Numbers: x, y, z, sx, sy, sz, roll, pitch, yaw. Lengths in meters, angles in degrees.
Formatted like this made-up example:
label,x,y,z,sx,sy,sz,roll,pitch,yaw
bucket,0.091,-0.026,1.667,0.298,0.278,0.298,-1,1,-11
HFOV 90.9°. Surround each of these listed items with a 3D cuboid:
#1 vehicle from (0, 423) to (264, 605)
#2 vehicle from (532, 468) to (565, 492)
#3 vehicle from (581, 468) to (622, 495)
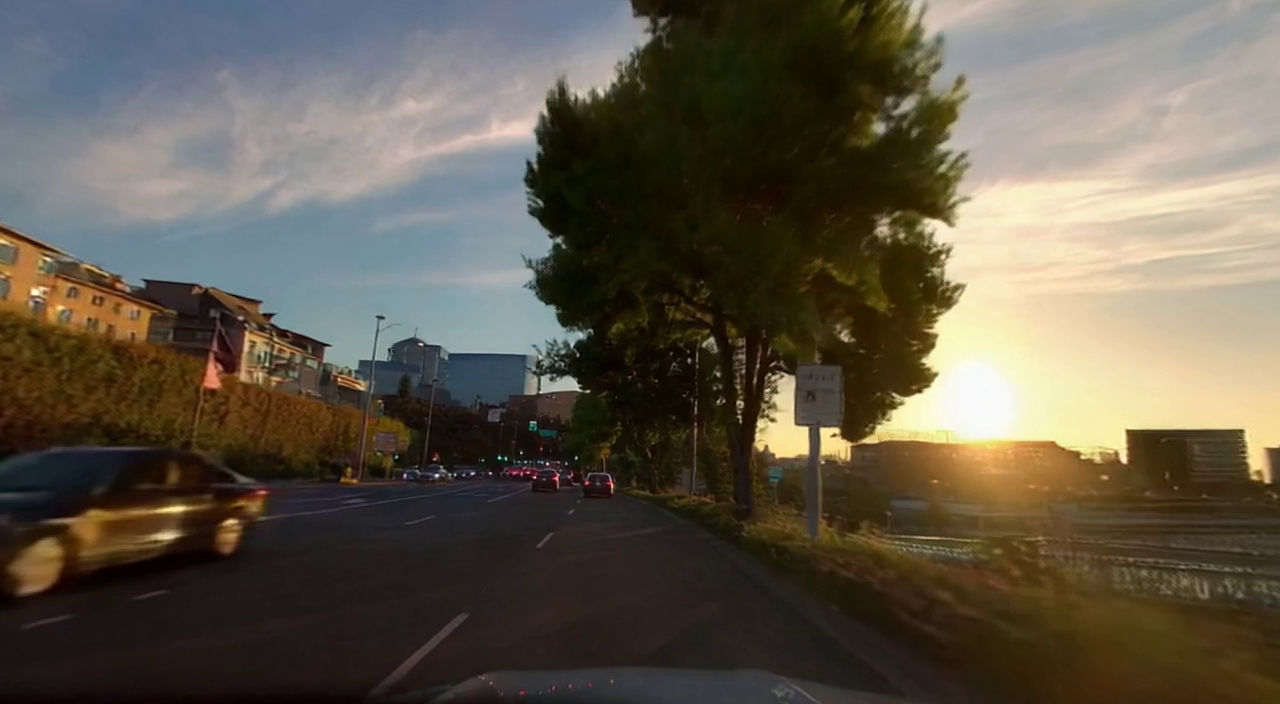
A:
label,x,y,z,sx,sy,sz,roll,pitch,yaw
vehicle,-6.704,1.745,7.377,2.016,1.573,4.259,1,-10,-2
vehicle,-6.165,8.659,42.872,2.030,1.441,4.806,2,-11,-7
vehicle,-2.415,7.864,38.422,2.129,1.471,4.258,2,-10,-7
